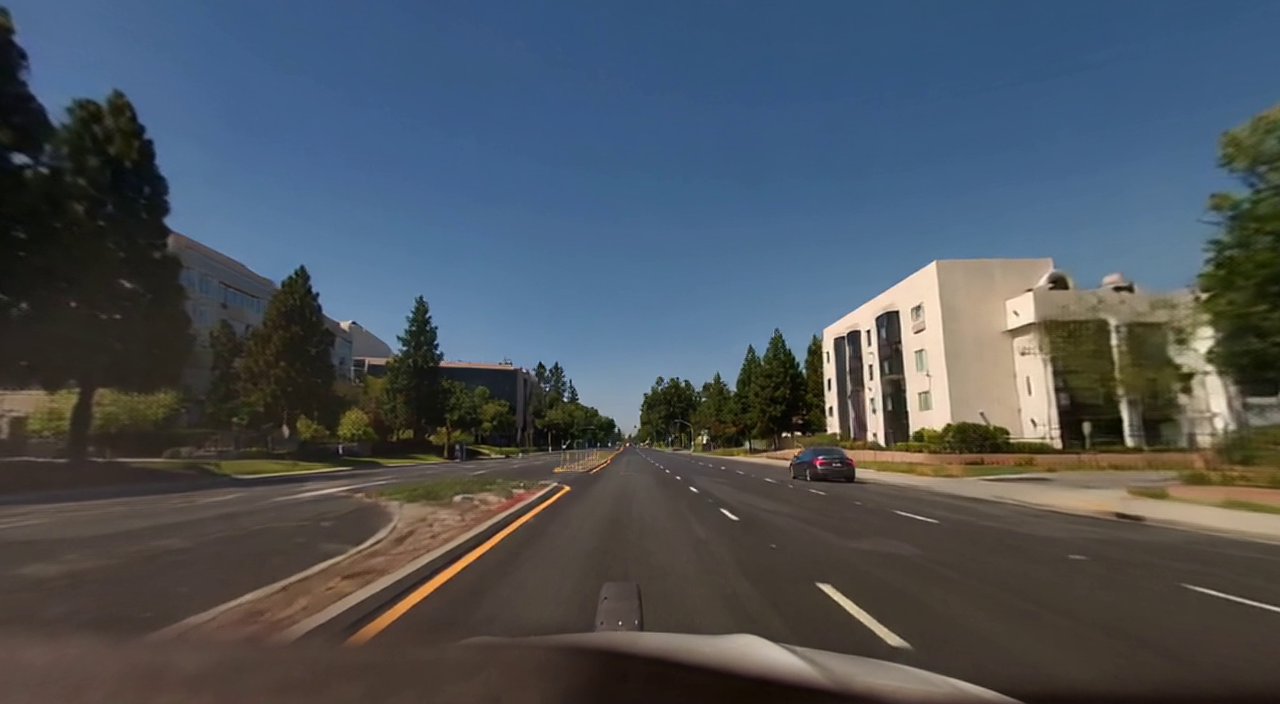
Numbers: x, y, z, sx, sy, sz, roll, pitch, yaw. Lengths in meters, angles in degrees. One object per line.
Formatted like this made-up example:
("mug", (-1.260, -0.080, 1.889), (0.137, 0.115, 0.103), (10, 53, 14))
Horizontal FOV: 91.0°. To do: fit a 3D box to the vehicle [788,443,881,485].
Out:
("vehicle", (7.301, 4.234, 24.202), (2.054, 1.421, 4.487), (0, -8, -1))
